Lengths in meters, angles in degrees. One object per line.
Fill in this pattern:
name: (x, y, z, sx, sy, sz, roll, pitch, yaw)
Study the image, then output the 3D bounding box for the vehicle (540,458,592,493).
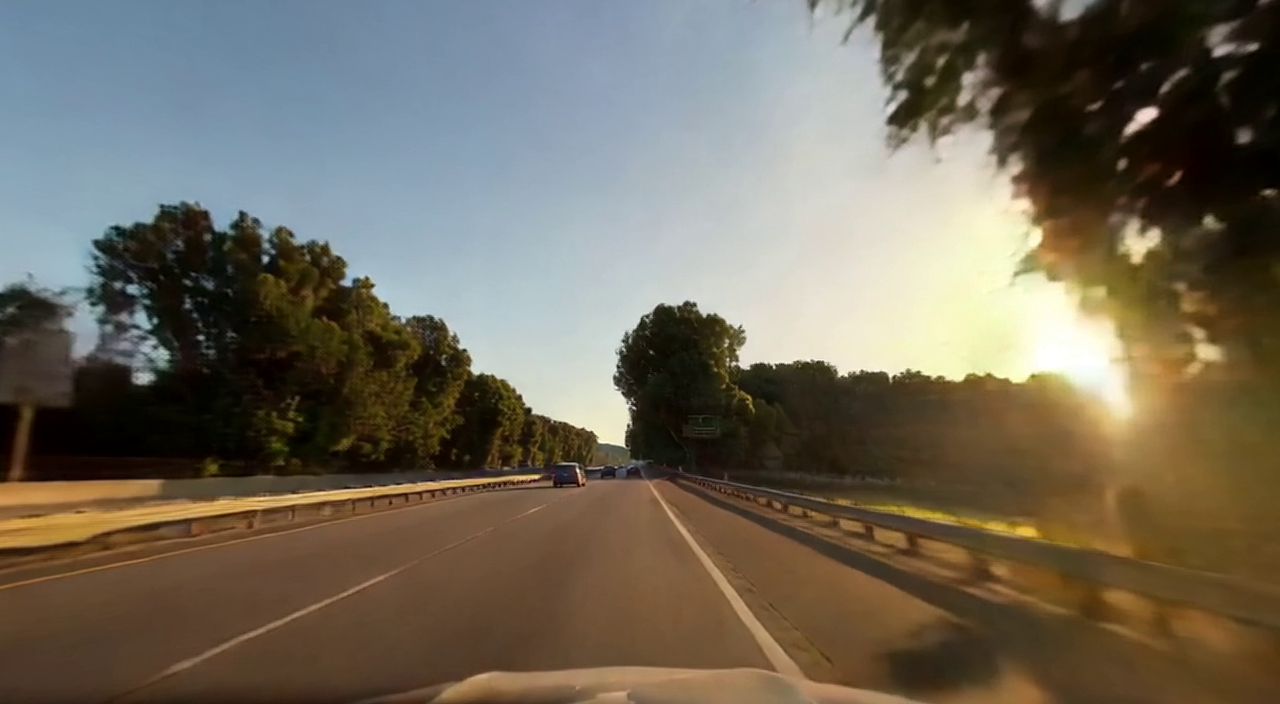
vehicle: (-3.724, 6.343, 32.431, 2.042, 1.629, 4.276, 1, -10, 1)
